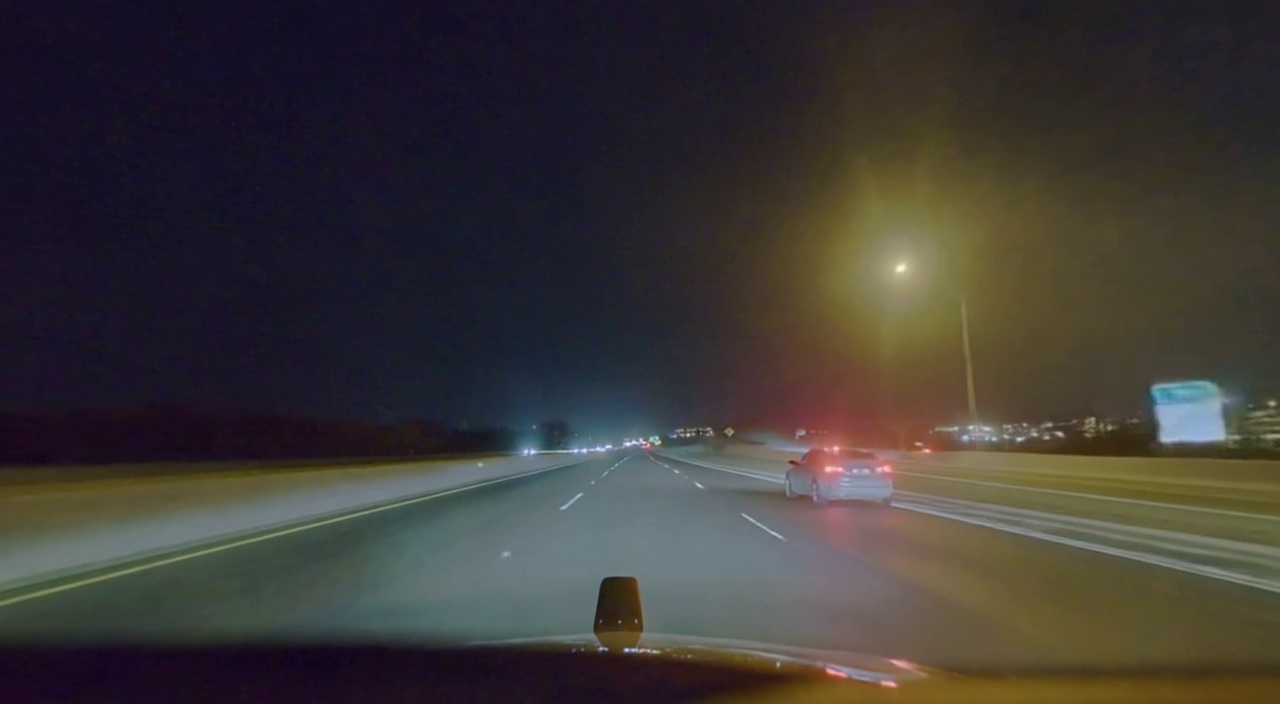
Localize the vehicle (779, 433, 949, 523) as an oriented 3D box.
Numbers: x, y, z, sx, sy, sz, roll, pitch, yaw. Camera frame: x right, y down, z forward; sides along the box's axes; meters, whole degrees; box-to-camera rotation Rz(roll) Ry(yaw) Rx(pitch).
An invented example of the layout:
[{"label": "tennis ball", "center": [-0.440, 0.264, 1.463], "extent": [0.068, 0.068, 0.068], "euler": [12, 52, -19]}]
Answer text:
[{"label": "vehicle", "center": [4.383, 2.531, 13.073], "extent": [1.984, 1.540, 3.973], "euler": [0, -9, -1]}]

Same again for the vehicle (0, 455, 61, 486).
[{"label": "vehicle", "center": [-31.371, 5.792, 30.834], "extent": [1.714, 1.423, 4.430], "euler": [0, -9, -1]}]
